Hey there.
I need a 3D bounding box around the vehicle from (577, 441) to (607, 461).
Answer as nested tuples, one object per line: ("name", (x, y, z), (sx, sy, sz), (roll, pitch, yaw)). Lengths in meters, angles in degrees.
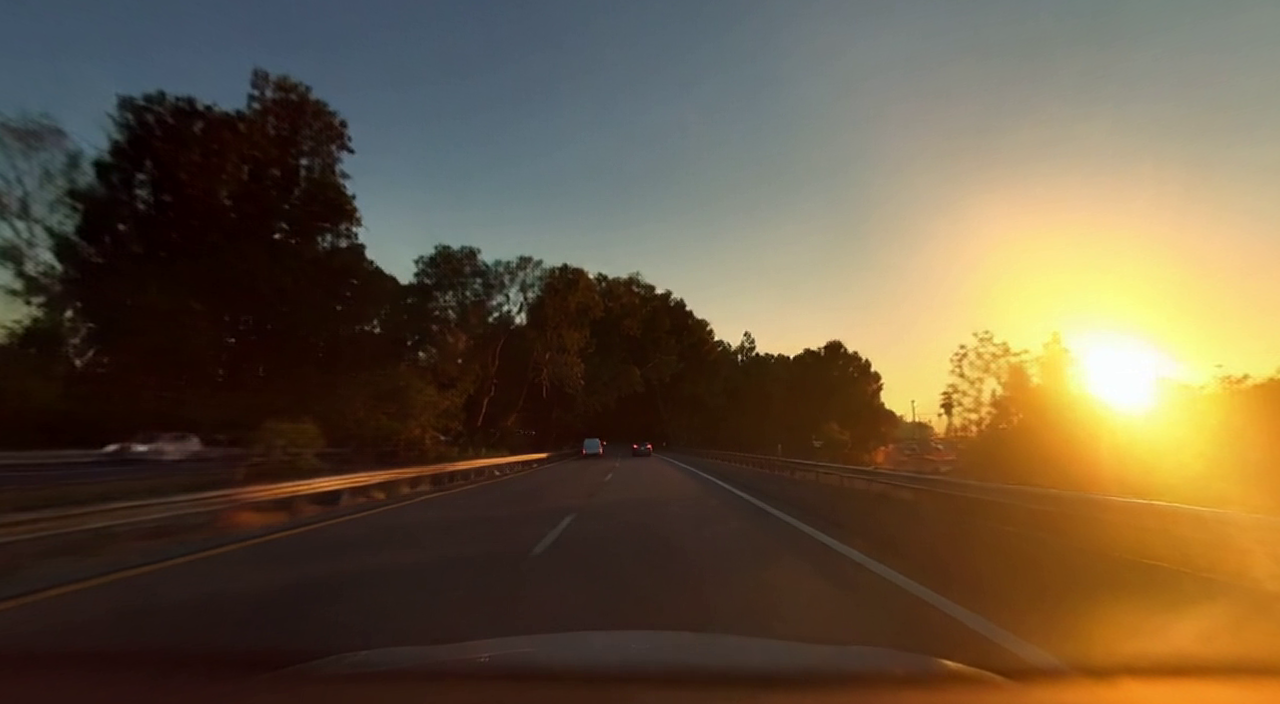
("vehicle", (-3.641, 7.602, 48.448), (2.057, 1.514, 3.845), (0, -8, 0))
